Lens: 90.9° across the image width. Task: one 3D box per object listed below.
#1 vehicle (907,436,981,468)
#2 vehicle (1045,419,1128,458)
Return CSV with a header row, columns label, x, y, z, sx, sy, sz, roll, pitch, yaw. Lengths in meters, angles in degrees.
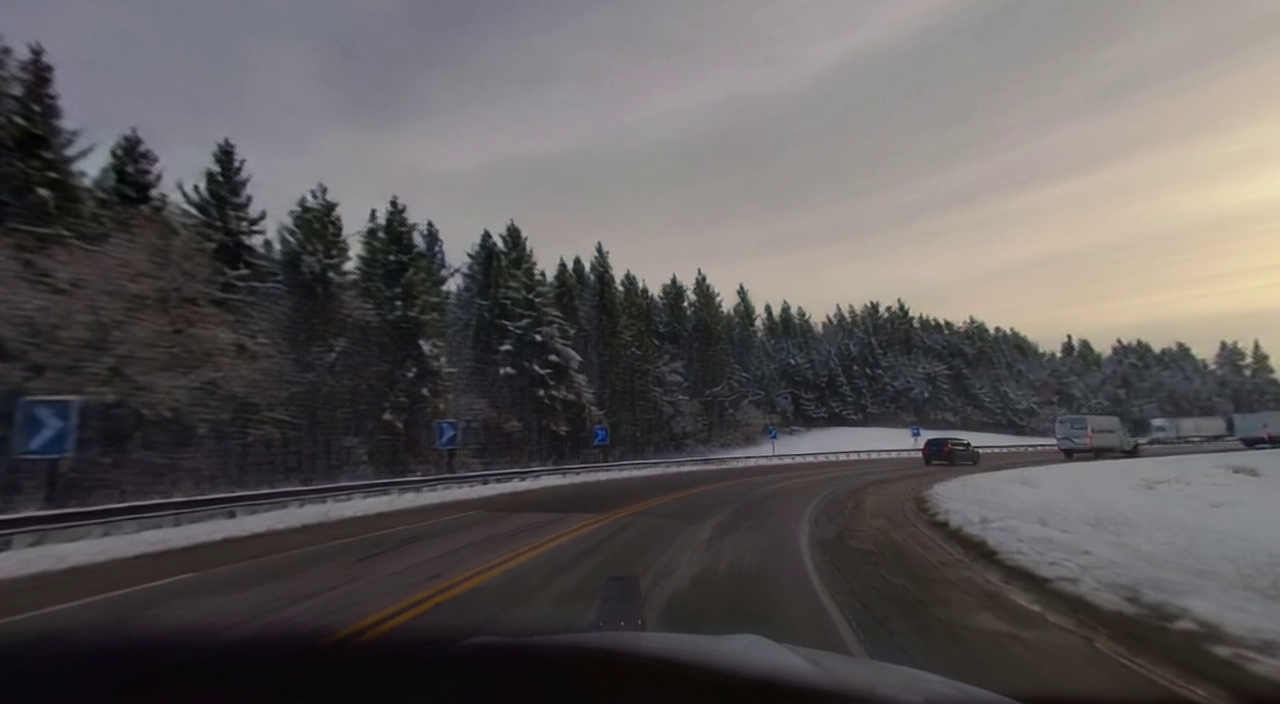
label,x,y,z,sx,sy,sz,roll,pitch,yaw
vehicle,17.196,5.631,35.586,4.325,1.674,2.221,8,-12,-42
vehicle,34.284,6.658,48.387,5.981,2.823,2.498,4,-10,-27
